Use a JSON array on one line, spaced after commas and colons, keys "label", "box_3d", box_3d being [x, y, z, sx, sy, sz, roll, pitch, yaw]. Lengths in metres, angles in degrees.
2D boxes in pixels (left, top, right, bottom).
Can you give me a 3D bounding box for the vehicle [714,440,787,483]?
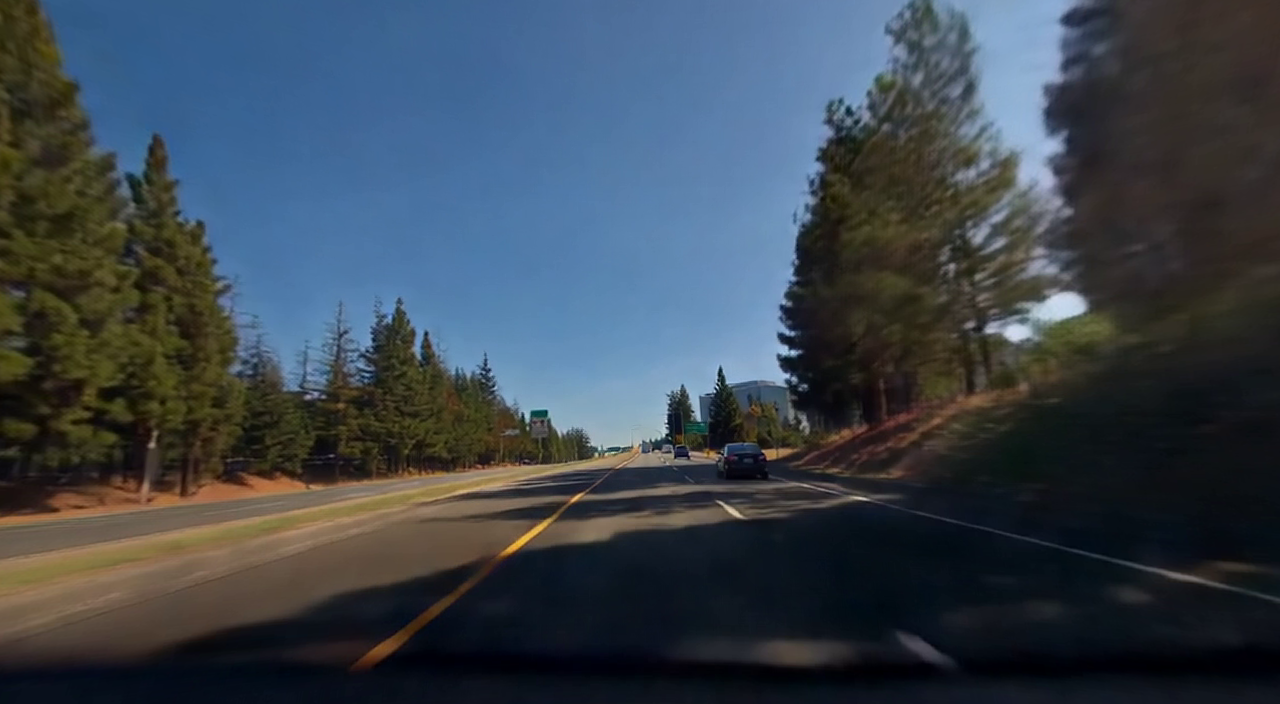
[{"label": "vehicle", "box_3d": [4.266, 4.296, 25.087, 2.042, 1.518, 4.477, 0, -8, -1]}]
